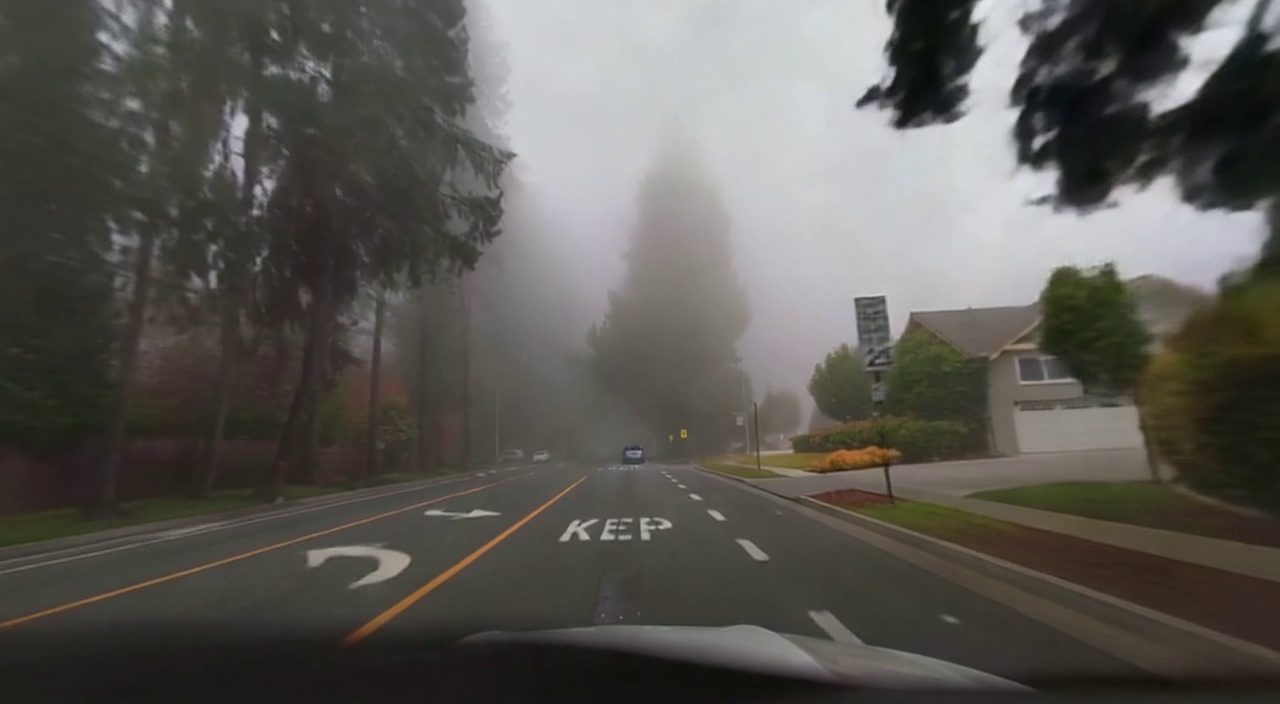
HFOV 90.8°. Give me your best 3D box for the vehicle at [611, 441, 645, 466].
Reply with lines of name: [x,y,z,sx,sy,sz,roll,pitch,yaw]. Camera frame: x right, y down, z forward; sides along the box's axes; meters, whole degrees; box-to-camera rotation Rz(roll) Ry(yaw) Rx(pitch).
vehicle: [-0.772,6.574,41.099,2.104,1.500,3.815,0,-8,-1]
